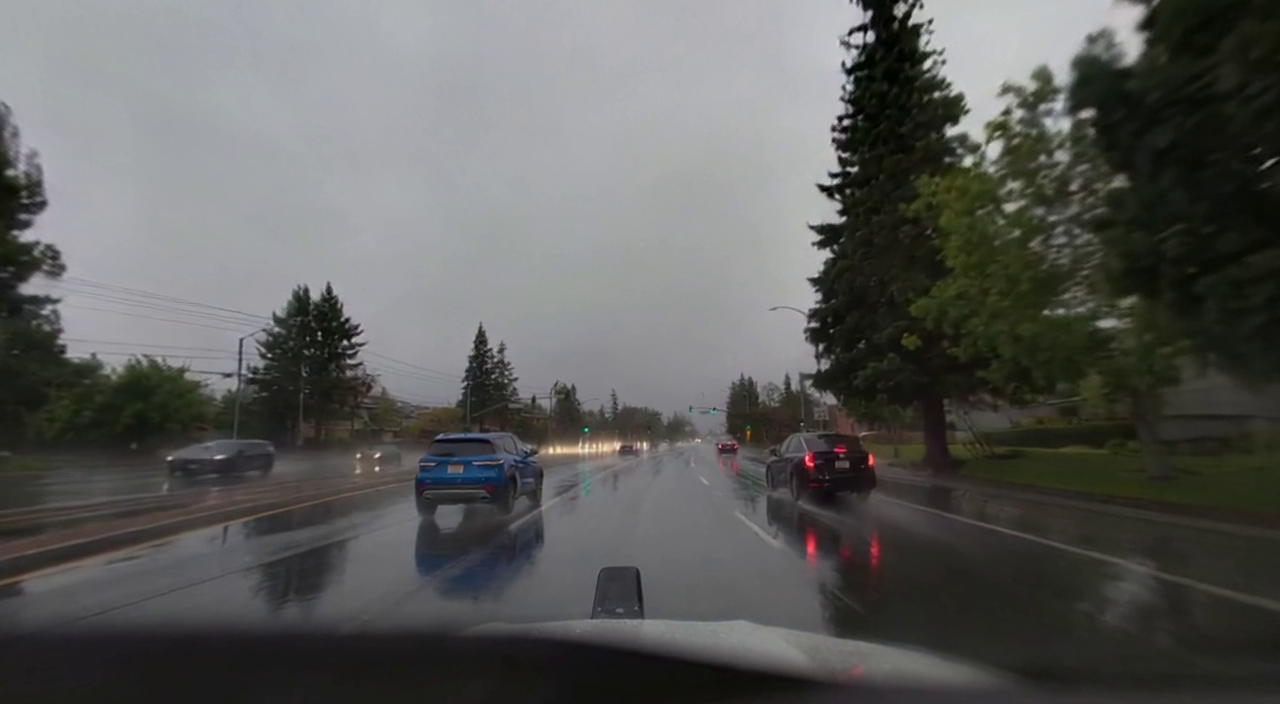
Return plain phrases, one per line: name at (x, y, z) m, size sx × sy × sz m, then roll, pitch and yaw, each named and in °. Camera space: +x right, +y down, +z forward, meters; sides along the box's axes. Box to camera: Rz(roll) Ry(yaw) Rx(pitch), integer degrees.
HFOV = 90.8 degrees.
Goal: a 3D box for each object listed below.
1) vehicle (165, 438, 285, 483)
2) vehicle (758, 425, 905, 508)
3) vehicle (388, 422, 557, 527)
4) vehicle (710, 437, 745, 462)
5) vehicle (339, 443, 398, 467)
vehicle at (-17.501, 4.577, 26.981) m, size 1.941 × 1.711 × 4.598 m, roll -1°, pitch -8°, yaw 1°
vehicle at (4.276, 2.638, 14.990) m, size 2.132 × 1.659 × 4.387 m, roll 0°, pitch -8°, yaw 0°
vehicle at (-3.036, 2.338, 12.653) m, size 2.045 × 1.688 × 4.632 m, roll -1°, pitch -8°, yaw 1°
vehicle at (6.160, 6.893, 44.782) m, size 2.169 × 1.669 × 4.037 m, roll -1°, pitch -8°, yaw 4°
vehicle at (-18.184, 6.910, 42.593) m, size 1.821 × 1.463 × 4.363 m, roll -1°, pitch -8°, yaw 4°
